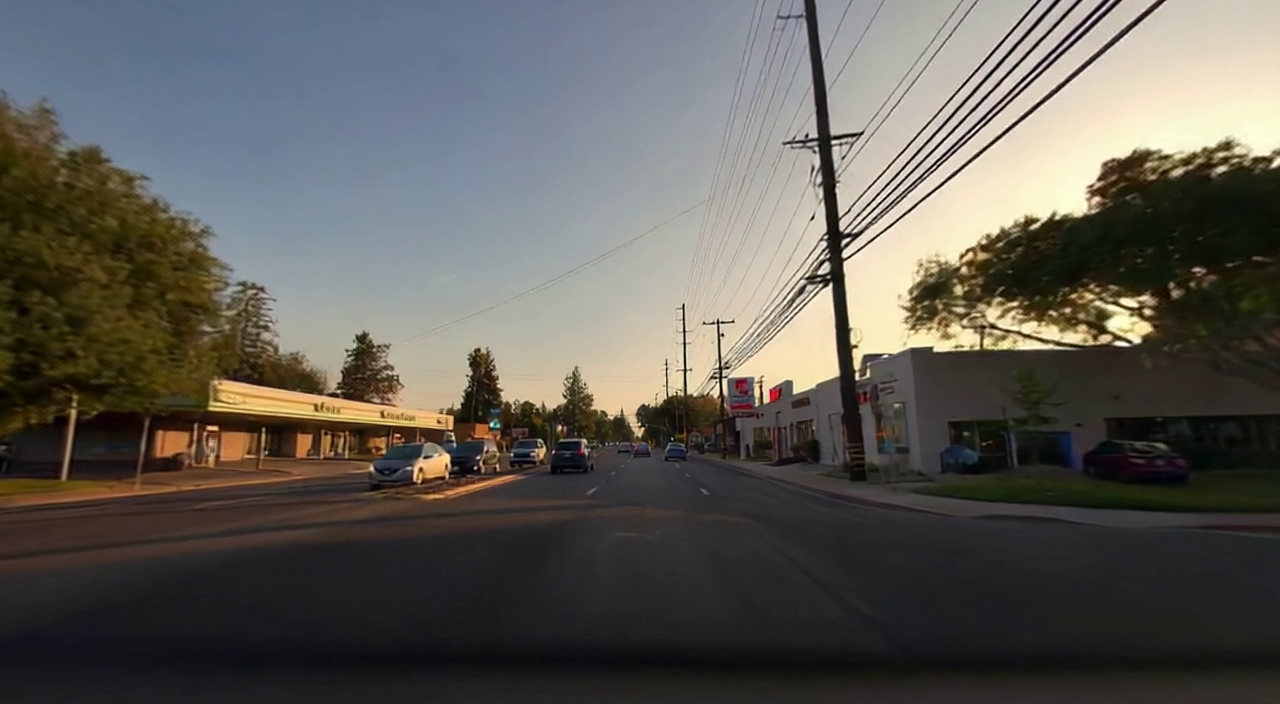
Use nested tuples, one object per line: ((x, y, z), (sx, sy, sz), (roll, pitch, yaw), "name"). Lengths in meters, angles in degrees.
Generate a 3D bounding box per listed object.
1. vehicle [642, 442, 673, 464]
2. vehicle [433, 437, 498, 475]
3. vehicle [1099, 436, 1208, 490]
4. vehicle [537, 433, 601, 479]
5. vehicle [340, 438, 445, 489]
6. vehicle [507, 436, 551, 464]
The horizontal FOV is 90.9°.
((1.218, 6.896, 43.224), (1.978, 1.455, 4.195), (0, -8, 2), "vehicle")
((-7.969, 4.773, 29.153), (1.795, 1.607, 4.059), (0, -8, 1), "vehicle")
((16.486, 3.538, 20.529), (2.080, 1.530, 5.079), (-5, -10, 32), "vehicle")
((-2.754, 4.165, 25.405), (2.047, 1.664, 4.148), (0, -8, 1), "vehicle")
((-7.834, 3.544, 20.366), (1.760, 1.487, 3.890), (0, -8, 1), "vehicle")
((-7.611, 6.797, 43.797), (2.009, 1.773, 4.925), (0, -8, 2), "vehicle")
